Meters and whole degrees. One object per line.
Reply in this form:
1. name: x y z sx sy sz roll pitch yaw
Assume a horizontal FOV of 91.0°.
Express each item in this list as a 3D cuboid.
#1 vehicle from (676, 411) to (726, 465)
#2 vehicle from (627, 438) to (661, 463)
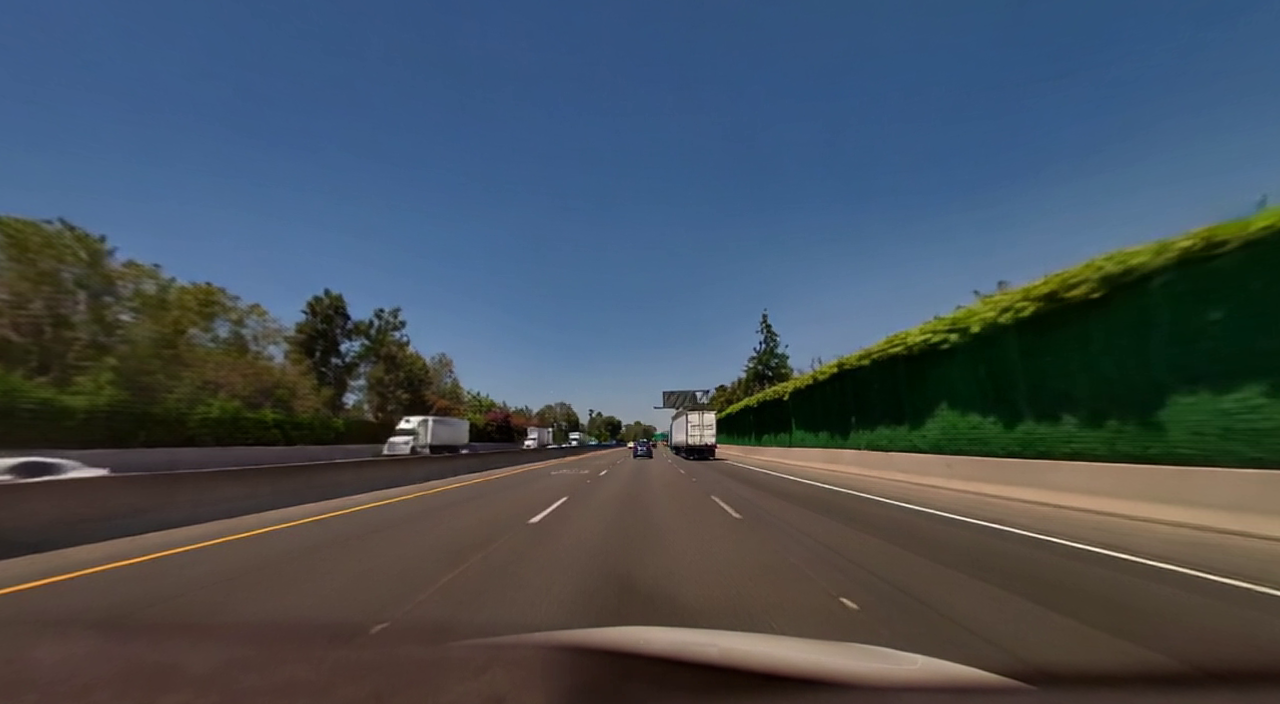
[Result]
1. vehicle: 4.086 5.977 43.716 2.742 3.383 8.285 0 -8 1
2. vehicle: 0.296 7.417 47.692 2.389 1.760 4.473 0 -8 0
